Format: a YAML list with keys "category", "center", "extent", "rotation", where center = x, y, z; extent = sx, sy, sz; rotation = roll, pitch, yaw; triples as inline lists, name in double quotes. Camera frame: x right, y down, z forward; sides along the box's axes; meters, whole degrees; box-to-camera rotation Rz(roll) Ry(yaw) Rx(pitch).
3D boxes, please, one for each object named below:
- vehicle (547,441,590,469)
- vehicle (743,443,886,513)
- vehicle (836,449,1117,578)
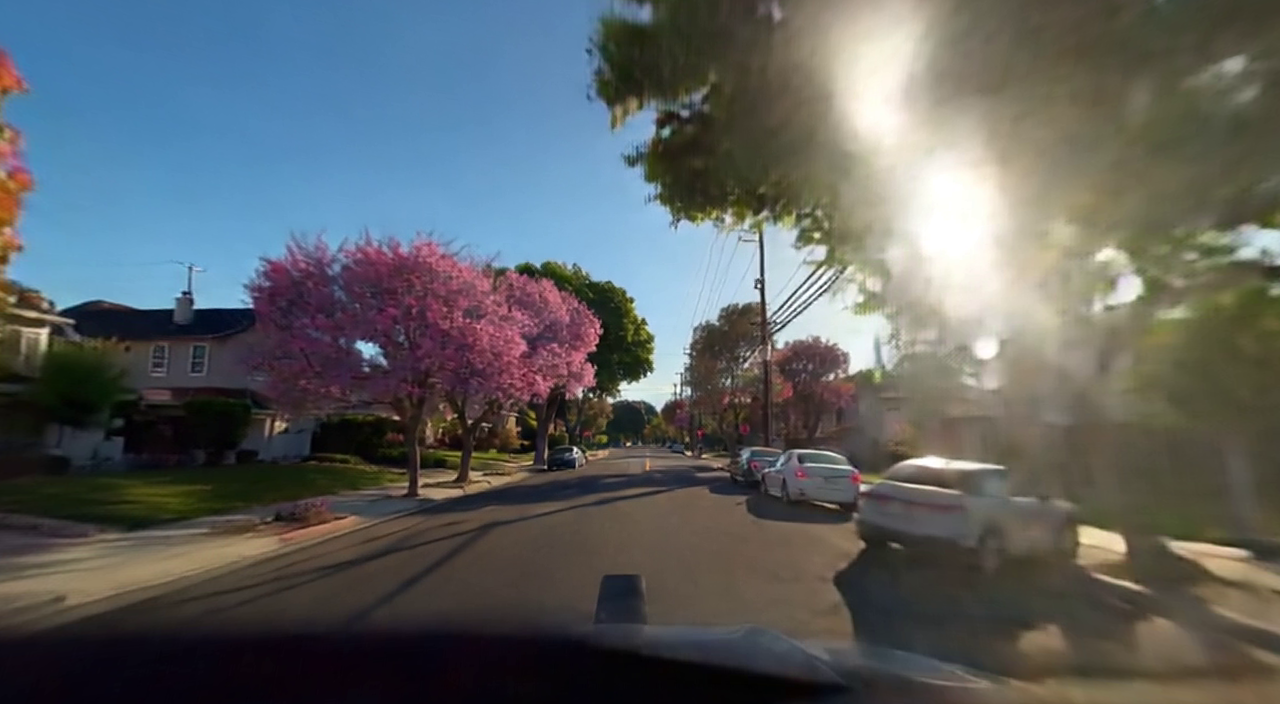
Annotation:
- category: "vehicle"
  center: [-4.274, 6.235, 38.534]
  extent: [1.938, 1.508, 4.481]
  rotation: [0, -7, 2]
- category: "vehicle"
  center: [4.171, 3.077, 16.066]
  extent: [2.006, 1.489, 4.753]
  rotation: [1, -8, -4]
- category: "vehicle"
  center: [5.233, 2.216, 9.599]
  extent: [4.526, 1.449, 2.075]
  rotation: [7, -11, -39]
